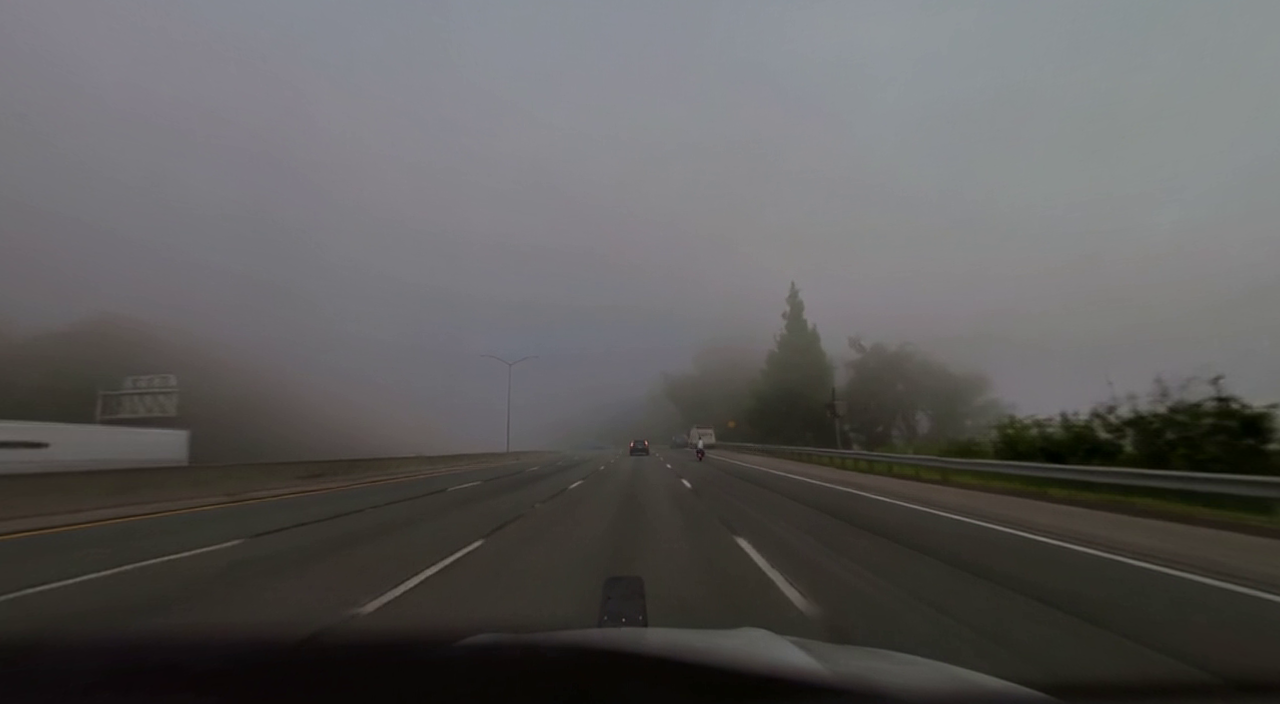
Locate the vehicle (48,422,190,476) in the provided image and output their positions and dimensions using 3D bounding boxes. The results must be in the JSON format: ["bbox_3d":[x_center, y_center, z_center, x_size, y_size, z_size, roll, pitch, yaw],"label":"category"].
[{"bbox_3d":[-35.304,6.610,43.256,2.651,3.367,7.994,0,-8,2],"label":"vehicle"}]
